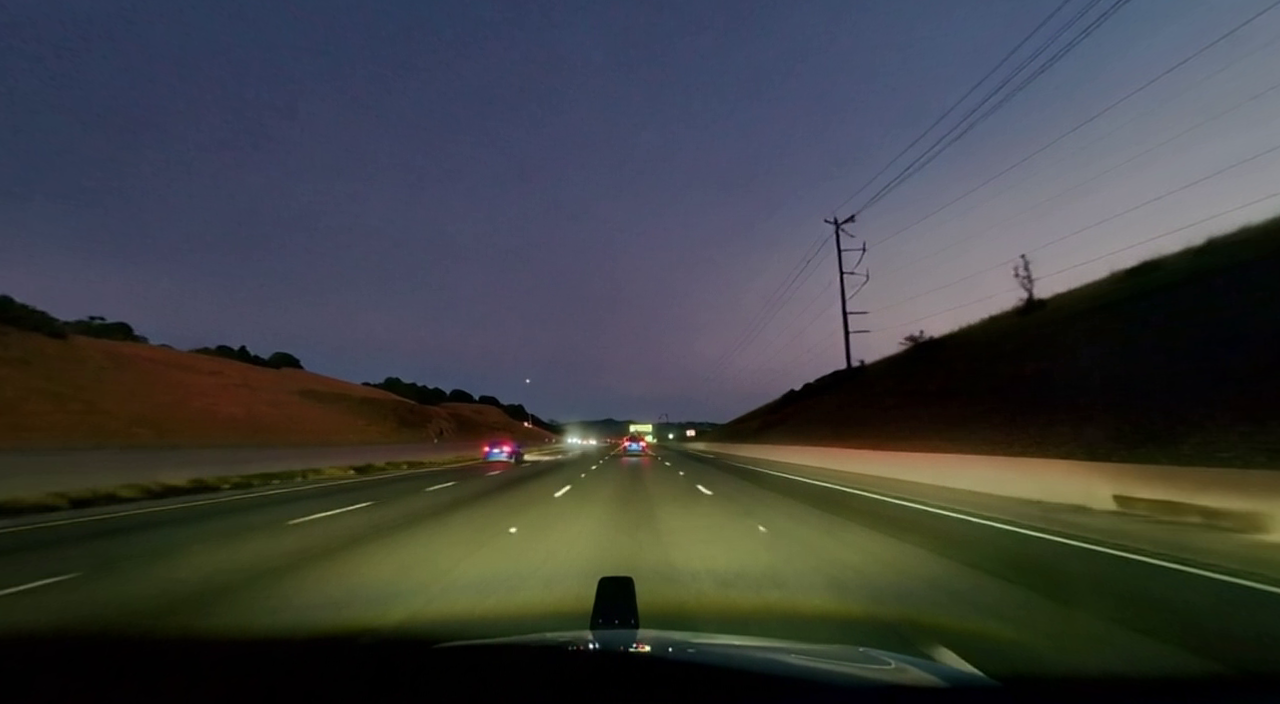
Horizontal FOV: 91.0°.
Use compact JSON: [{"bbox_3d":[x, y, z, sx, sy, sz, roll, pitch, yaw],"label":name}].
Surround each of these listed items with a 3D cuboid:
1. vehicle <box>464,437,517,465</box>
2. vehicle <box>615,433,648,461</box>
[{"bbox_3d":[-8.618,5.732,36.651,2.047,1.486,4.306,0,-8,-1],"label":"vehicle"},{"bbox_3d":[-0.576,6.223,41.192,2.040,1.715,3.906,0,-8,-1],"label":"vehicle"}]
